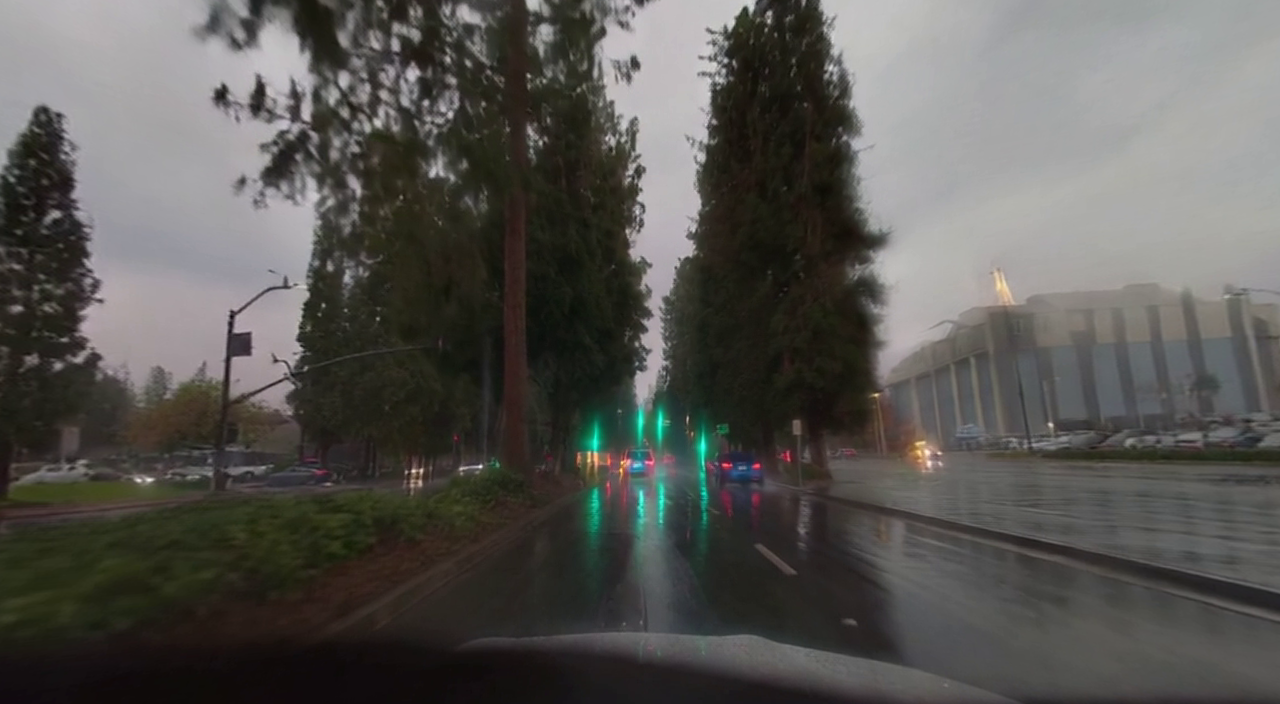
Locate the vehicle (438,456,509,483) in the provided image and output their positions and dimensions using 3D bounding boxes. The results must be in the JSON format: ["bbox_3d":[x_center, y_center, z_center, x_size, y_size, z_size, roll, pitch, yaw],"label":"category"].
[{"bbox_3d":[-11.936,8.388,45.356,4.526,1.832,1.894,-2,-9,12],"label":"vehicle"}]

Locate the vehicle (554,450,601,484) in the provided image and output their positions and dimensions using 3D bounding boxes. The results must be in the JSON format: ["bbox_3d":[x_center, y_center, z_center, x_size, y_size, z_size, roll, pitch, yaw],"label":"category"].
[{"bbox_3d":[-3.439,6.396,35.422,2.047,1.710,4.314,-1,-9,2],"label":"vehicle"}]

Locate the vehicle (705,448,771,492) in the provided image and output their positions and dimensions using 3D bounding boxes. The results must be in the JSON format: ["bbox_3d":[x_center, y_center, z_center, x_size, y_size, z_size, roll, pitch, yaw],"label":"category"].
[{"bbox_3d":[3.739,4.560,24.709,1.847,1.554,4.052,0,-9,-1],"label":"vehicle"}]

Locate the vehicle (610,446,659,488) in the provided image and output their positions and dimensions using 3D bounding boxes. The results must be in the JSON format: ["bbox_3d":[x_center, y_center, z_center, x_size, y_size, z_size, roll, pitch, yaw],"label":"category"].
[{"bbox_3d":[-0.224,5.054,28.046,2.022,1.700,4.084,0,-9,0],"label":"vehicle"}]
